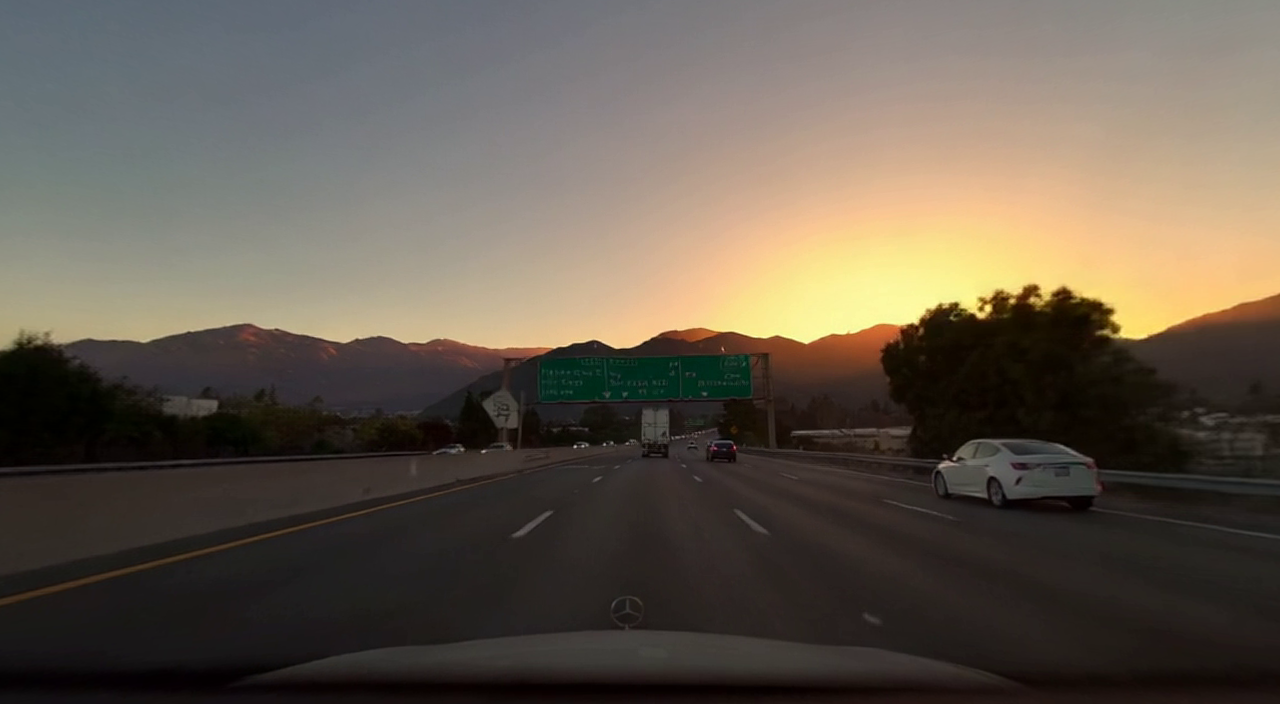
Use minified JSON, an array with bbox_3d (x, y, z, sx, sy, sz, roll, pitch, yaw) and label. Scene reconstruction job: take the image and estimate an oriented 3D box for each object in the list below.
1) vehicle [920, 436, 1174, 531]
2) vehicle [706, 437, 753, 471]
[{"bbox_3d":[7.237,2.347,11.881,1.982,1.440,4.171,0,-8,0],"label":"vehicle"},{"bbox_3d":[4.565,5.272,32.744,1.880,1.624,3.941,0,-8,0],"label":"vehicle"}]
